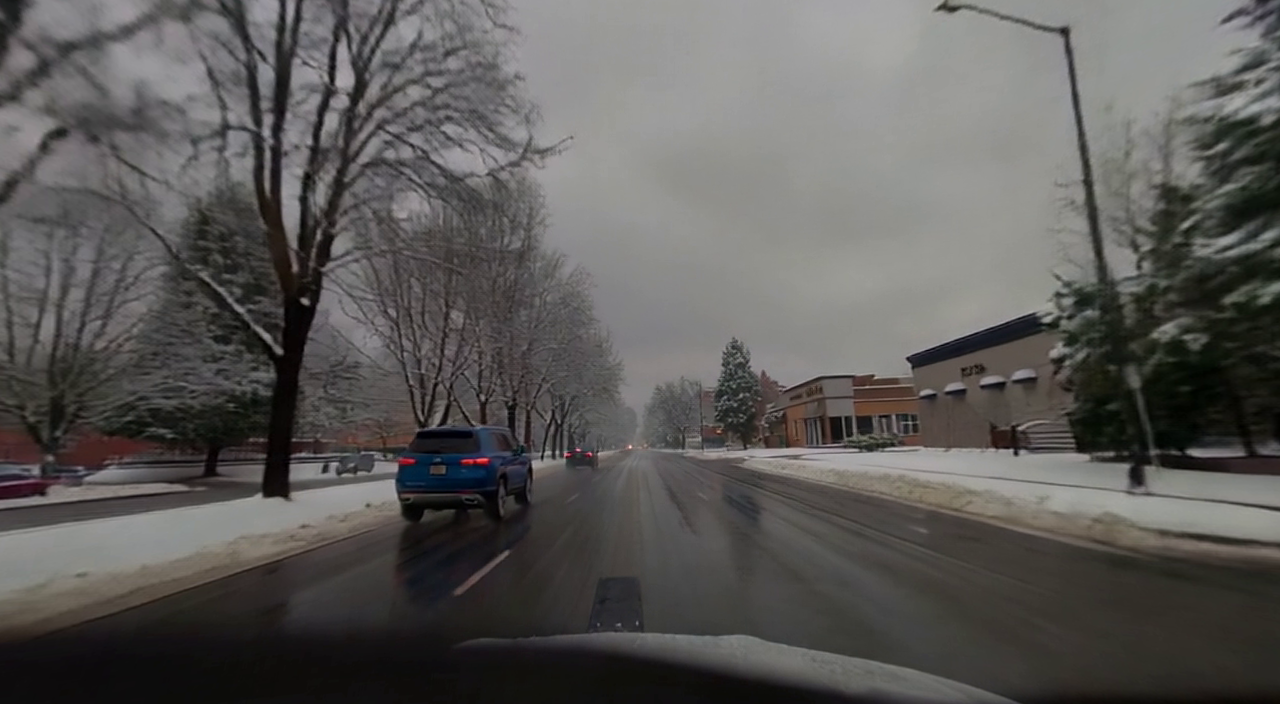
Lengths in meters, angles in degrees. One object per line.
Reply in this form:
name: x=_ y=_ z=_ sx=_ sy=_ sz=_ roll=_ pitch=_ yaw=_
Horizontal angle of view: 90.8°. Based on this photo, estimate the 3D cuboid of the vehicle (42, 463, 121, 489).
vehicle: x=-38.441 y=8.516 z=43.630 sx=1.796 sy=1.496 sz=4.410 roll=1 pitch=-9 yaw=-8

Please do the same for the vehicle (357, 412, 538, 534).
vehicle: x=-3.260 y=2.157 z=11.787 sx=2.042 sy=1.817 sz=4.364 roll=0 pitch=-8 yaw=-1

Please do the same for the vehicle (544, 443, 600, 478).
vehicle: x=-3.052 y=4.946 z=29.210 sx=2.069 sy=1.470 sz=4.601 roll=0 pitch=-8 yaw=0
